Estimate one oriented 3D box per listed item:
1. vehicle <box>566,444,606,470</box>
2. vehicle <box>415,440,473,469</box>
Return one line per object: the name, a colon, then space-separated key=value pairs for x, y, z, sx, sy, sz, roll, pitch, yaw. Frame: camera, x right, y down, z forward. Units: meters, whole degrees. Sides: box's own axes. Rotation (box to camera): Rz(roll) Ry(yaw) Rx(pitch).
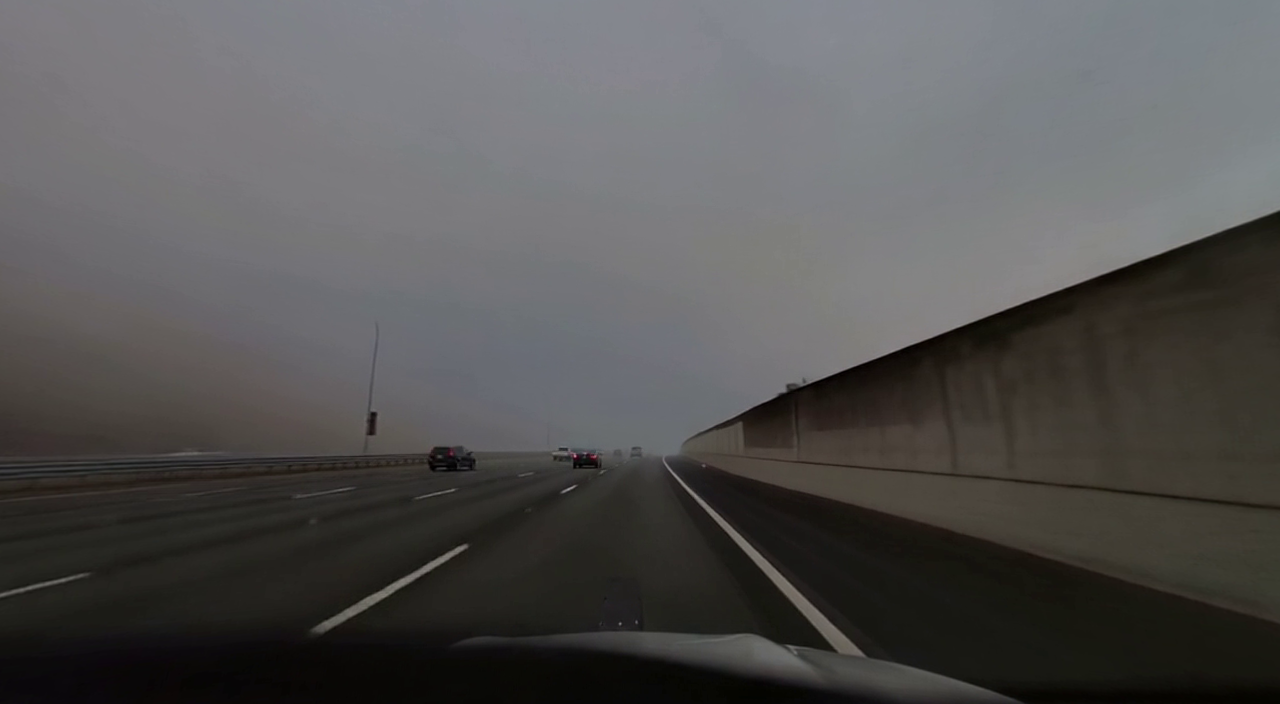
vehicle: x=-3.231 y=6.394 z=38.562 sx=1.931 sy=1.492 sz=4.076 roll=-1 pitch=-8 yaw=2
vehicle: x=-12.671 y=6.631 z=41.223 sx=2.076 sy=1.766 sz=4.831 roll=0 pitch=-8 yaw=2
